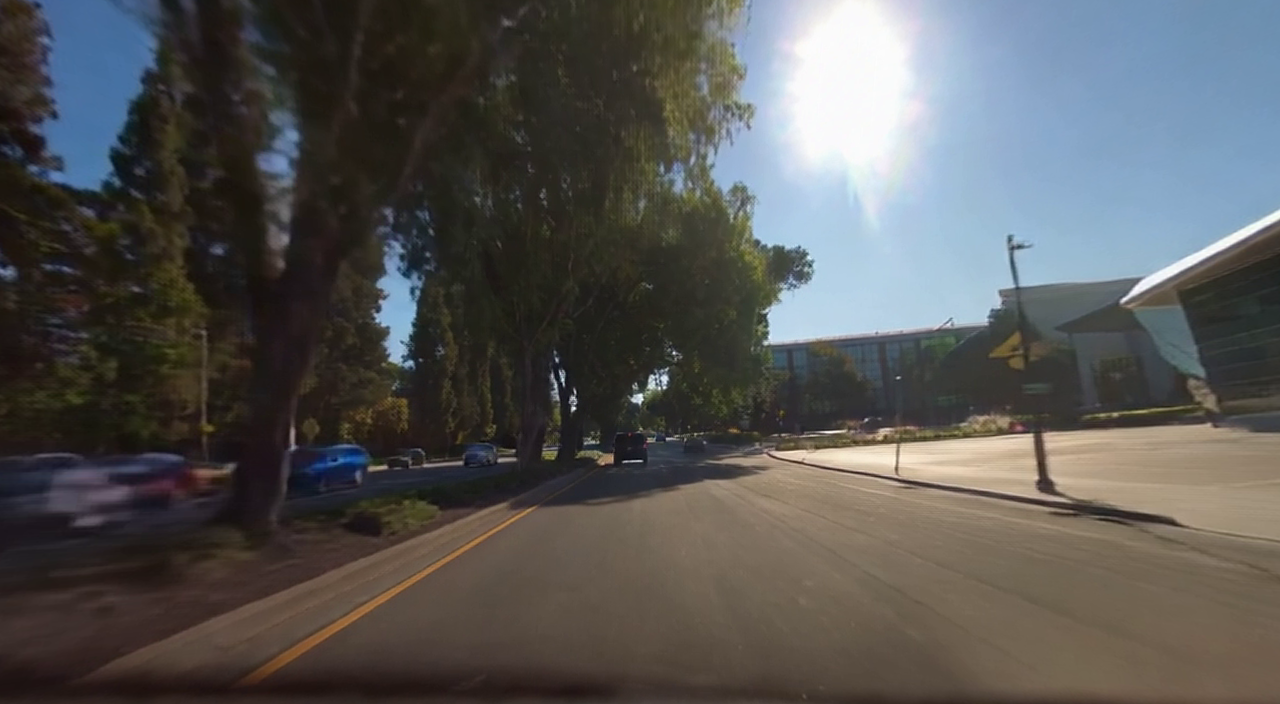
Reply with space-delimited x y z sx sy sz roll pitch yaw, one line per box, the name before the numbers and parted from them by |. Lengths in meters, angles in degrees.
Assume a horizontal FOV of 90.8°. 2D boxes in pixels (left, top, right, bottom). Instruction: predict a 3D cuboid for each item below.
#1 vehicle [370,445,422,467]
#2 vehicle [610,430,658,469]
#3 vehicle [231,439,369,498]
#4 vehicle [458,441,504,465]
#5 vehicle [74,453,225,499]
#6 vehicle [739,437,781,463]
vehicle | -18.012 7.689 46.912 2.003 1.533 4.691 0 -9 0
vehicle | -0.325 5.341 34.630 2.411 1.937 5.186 0 -9 -1
vehicle | -10.970 3.764 20.847 1.994 1.678 4.605 0 -9 0
vehicle | -10.975 7.023 44.021 1.979 1.605 4.550 0 -9 1
vehicle | -18.016 4.534 23.579 1.876 1.494 4.662 0 -9 0
vehicle | 8.637 7.104 46.002 2.364 1.781 4.854 0 -9 3
